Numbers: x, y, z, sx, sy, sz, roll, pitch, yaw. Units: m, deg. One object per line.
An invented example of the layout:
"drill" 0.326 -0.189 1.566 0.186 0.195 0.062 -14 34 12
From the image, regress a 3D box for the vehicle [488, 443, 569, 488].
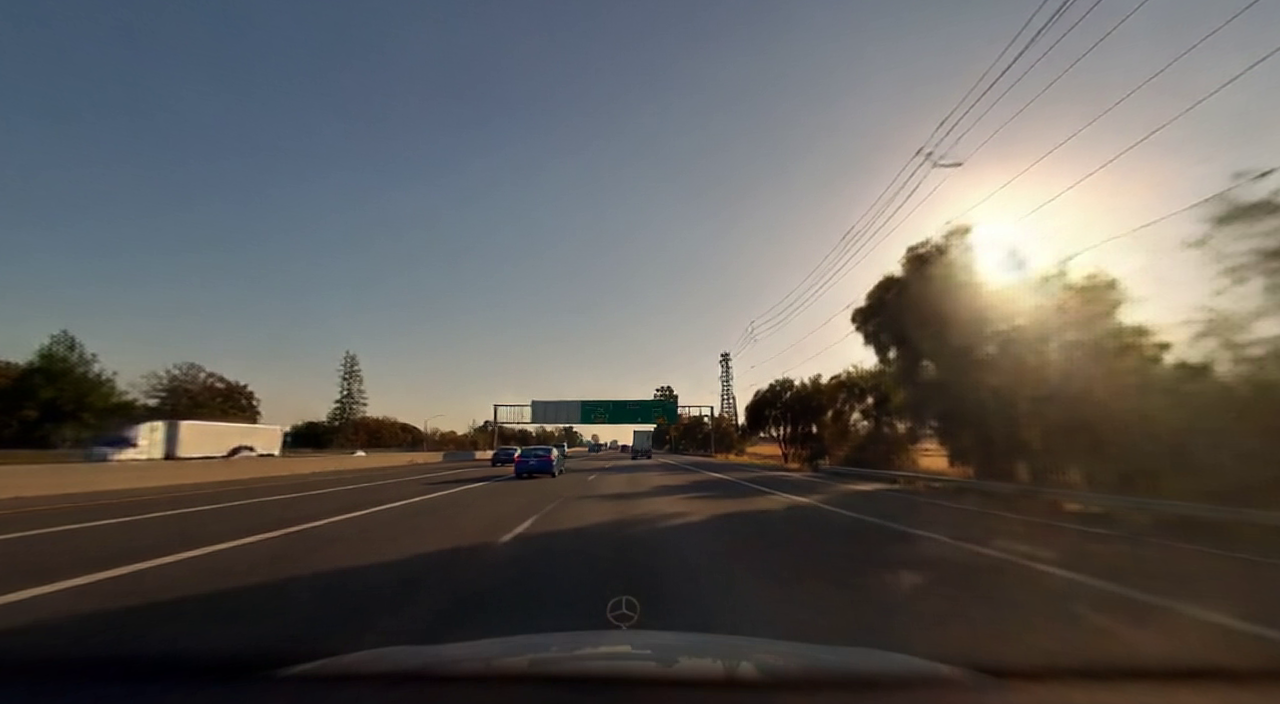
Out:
"vehicle" -4.026 4.168 23.543 2.104 1.501 4.459 0 -9 1

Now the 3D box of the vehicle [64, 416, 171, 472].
"vehicle" -39.769 7.078 48.263 2.850 3.973 5.923 0 -9 0
